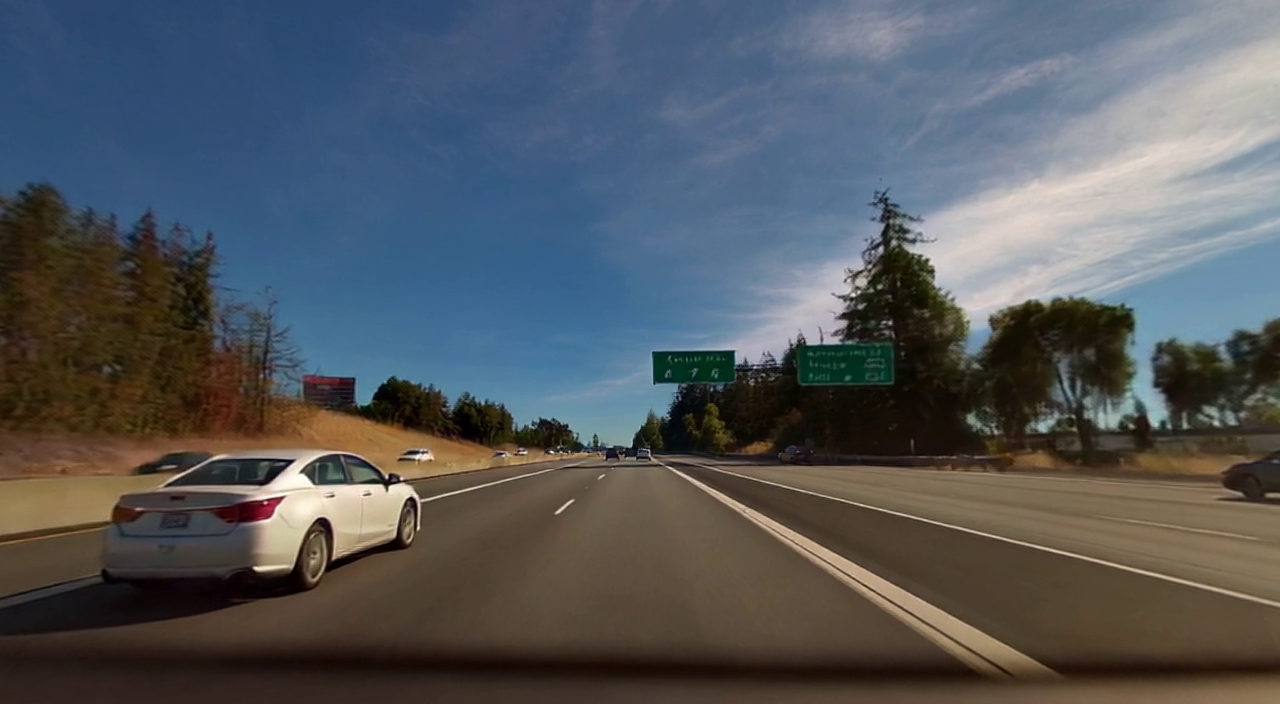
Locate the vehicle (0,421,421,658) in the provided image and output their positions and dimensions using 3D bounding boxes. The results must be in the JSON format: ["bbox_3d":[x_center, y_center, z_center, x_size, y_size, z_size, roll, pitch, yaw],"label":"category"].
[{"bbox_3d":[-3.995,1.605,6.462,1.988,1.585,4.215,0,-9,0],"label":"vehicle"}]

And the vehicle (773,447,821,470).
[{"bbox_3d":[11.496,7.835,46.542,2.076,1.563,4.396,1,-9,-5],"label":"vehicle"}]
